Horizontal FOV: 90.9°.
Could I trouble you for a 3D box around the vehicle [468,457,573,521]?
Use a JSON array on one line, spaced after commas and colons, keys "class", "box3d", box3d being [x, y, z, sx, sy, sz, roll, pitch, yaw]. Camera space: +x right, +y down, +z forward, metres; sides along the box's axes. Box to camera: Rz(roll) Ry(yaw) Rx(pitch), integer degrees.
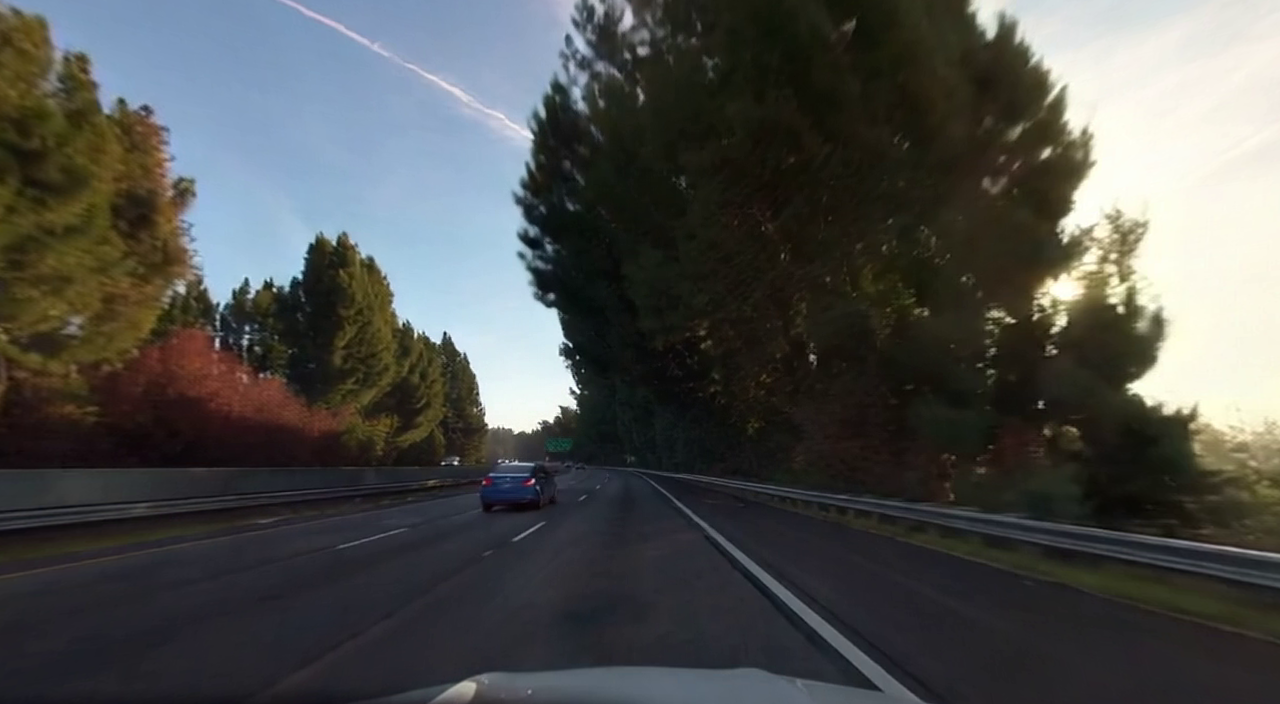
[{"class": "vehicle", "box3d": [-3.030, 3.606, 16.857, 2.040, 1.465, 3.744, 1, -11, 0]}]
